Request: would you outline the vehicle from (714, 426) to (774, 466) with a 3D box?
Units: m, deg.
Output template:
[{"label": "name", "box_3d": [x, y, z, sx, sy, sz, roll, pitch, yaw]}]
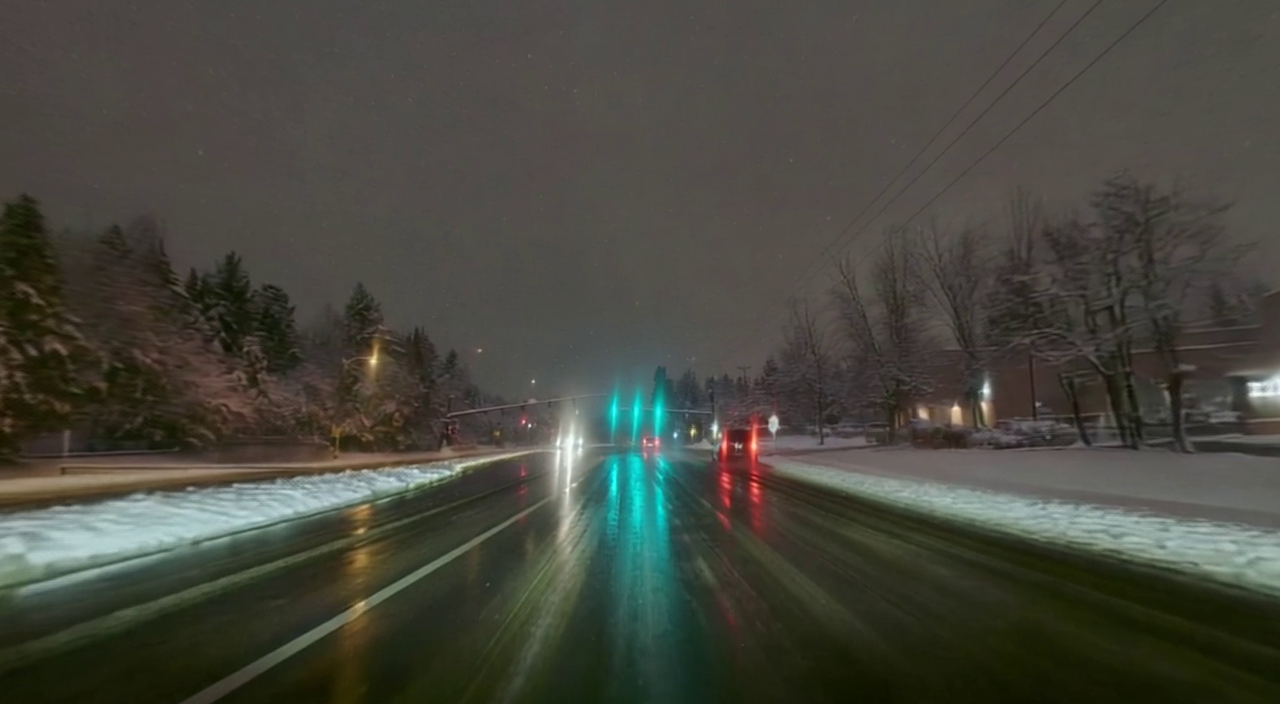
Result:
[{"label": "vehicle", "box_3d": [5.748, 5.305, 35.726, 2.476, 2.016, 5.586, 0, -8, 1]}]
